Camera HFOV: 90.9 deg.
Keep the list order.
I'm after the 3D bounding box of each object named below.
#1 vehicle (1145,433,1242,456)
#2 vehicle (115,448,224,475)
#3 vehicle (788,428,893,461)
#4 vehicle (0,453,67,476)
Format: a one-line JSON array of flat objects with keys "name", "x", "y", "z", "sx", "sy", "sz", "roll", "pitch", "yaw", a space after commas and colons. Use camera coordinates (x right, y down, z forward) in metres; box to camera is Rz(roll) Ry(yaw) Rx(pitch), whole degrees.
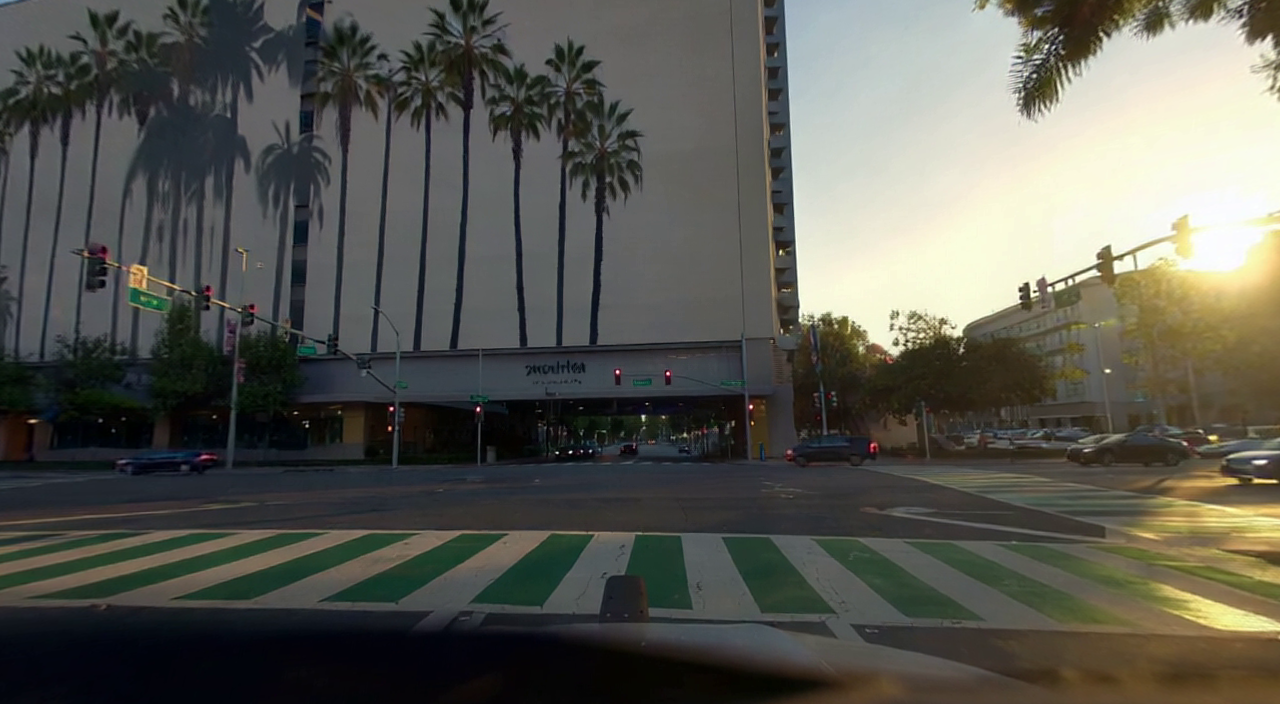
[{"name": "vehicle", "x": 36.161, "y": 6.033, "z": 41.242, "sx": 4.606, "sy": 1.449, "sz": 1.687, "roll": 0, "pitch": -8, "yaw": 2}, {"name": "vehicle", "x": -27.500, "y": 6.399, "z": 36.944, "sx": 4.893, "sy": 1.458, "sz": 1.791, "roll": 0, "pitch": -8, "yaw": -2}, {"name": "vehicle", "x": 11.720, "y": 5.474, "z": 37.171, "sx": 5.477, "sy": 1.880, "sz": 2.125, "roll": 0, "pitch": -8, "yaw": 1}, {"name": "vehicle", "x": -41.619, "y": 7.613, "z": 42.782, "sx": 3.698, "sy": 1.508, "sz": 1.779, "roll": 0, "pitch": -8, "yaw": 1}]
